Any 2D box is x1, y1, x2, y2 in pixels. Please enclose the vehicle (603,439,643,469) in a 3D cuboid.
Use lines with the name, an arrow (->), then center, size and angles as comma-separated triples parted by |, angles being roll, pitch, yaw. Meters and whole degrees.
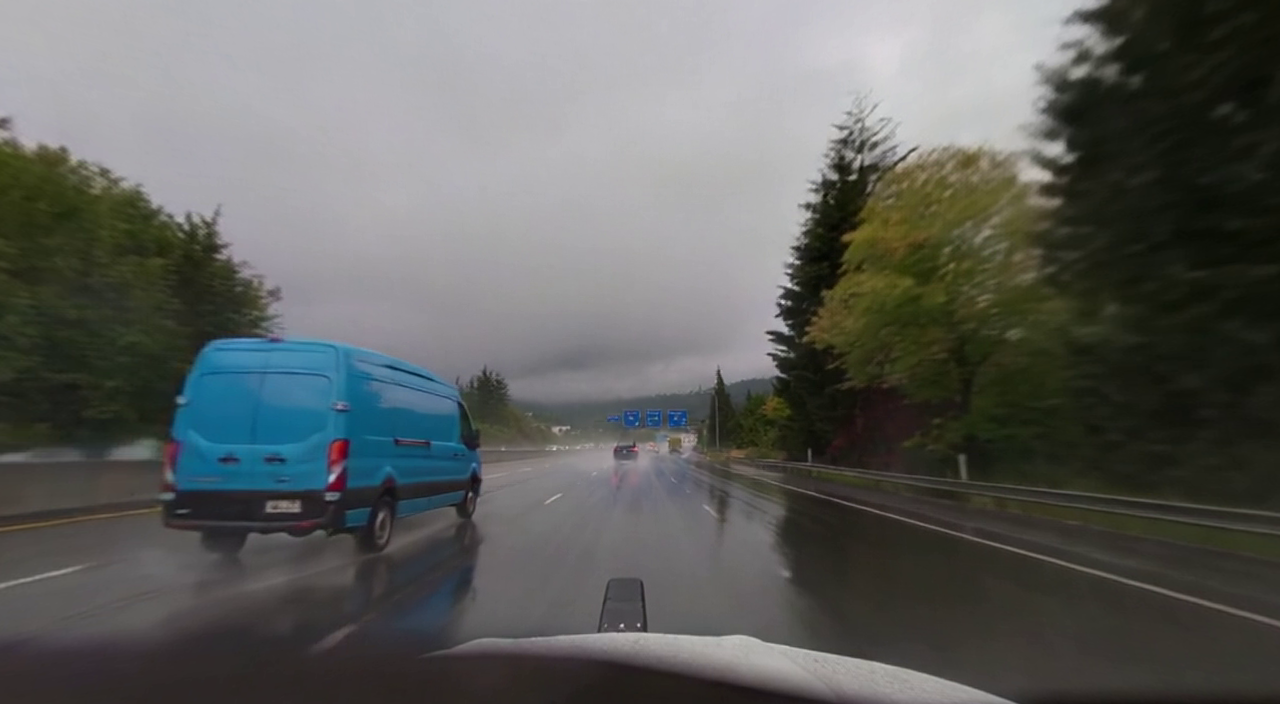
vehicle -> -0.940, 6.078, 37.618 | 2.183, 1.662, 3.968 | 0, -9, 1

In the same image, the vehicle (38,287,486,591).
vehicle -> -4.094, 1.190, 8.692 | 2.382, 2.736, 5.982 | 0, -9, 0
